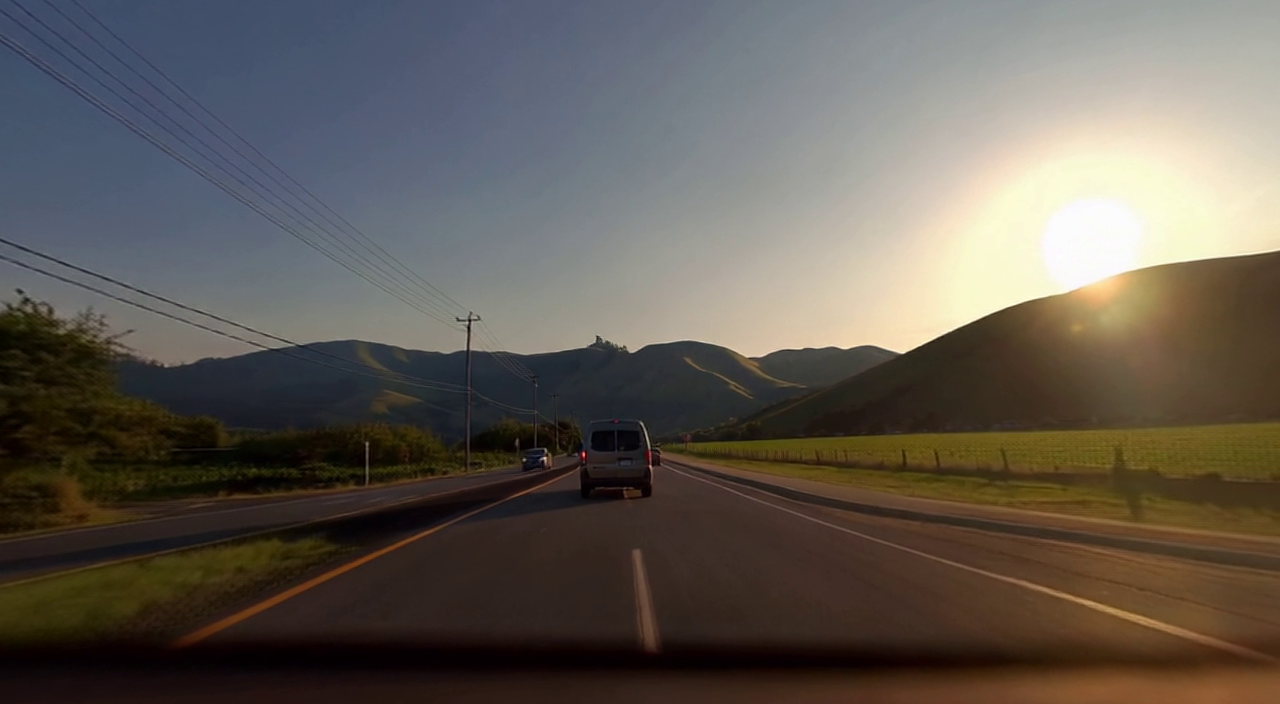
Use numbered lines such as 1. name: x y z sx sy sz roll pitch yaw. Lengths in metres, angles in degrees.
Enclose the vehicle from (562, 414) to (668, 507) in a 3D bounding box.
1. vehicle: -0.668 2.884 17.006 2.454 2.144 4.535 0 -9 -2
